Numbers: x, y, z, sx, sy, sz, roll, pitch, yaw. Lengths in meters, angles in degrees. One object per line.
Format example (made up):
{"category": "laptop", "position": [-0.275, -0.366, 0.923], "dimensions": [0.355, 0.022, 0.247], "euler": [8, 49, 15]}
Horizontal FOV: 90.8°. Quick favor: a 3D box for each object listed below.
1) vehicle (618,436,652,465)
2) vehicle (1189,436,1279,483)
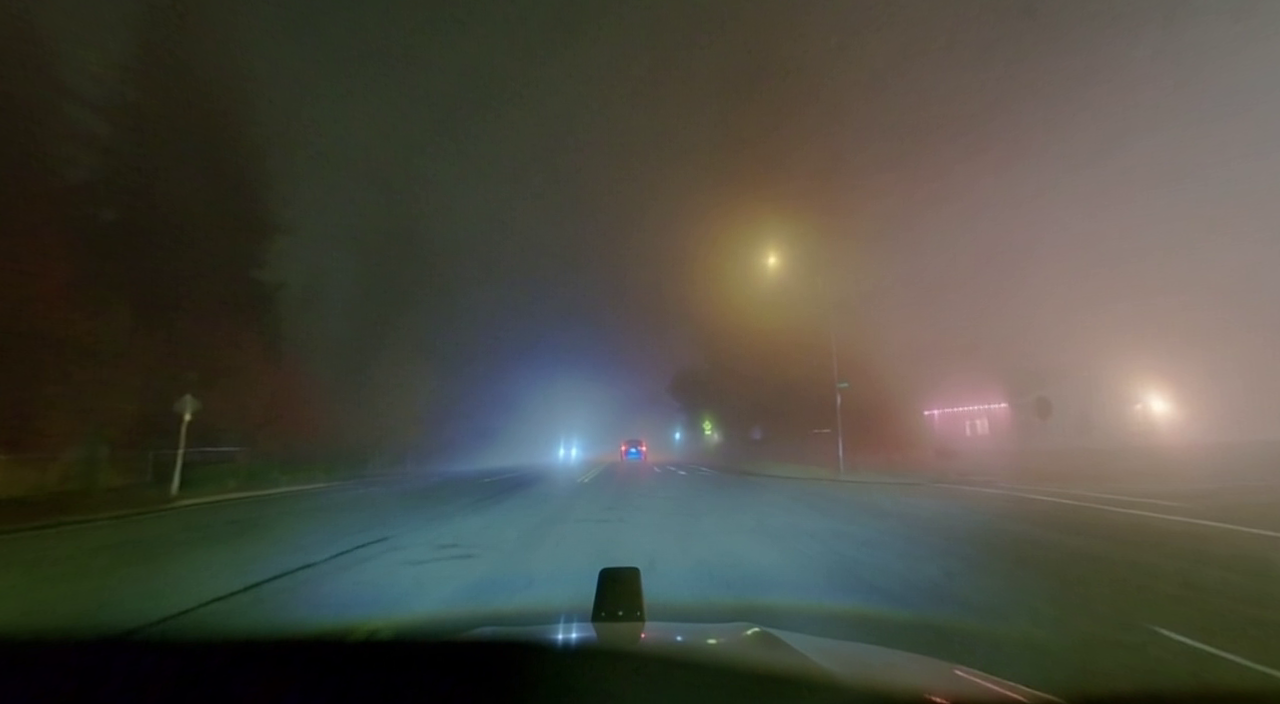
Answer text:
{"category": "vehicle", "position": [-0.366, 6.652, 42.910], "dimensions": [2.230, 1.827, 4.298], "euler": [0, -8, -1]}
{"category": "vehicle", "position": [22.166, 3.709, 22.050], "dimensions": [4.218, 1.505, 2.169], "euler": [1, -8, -8]}
